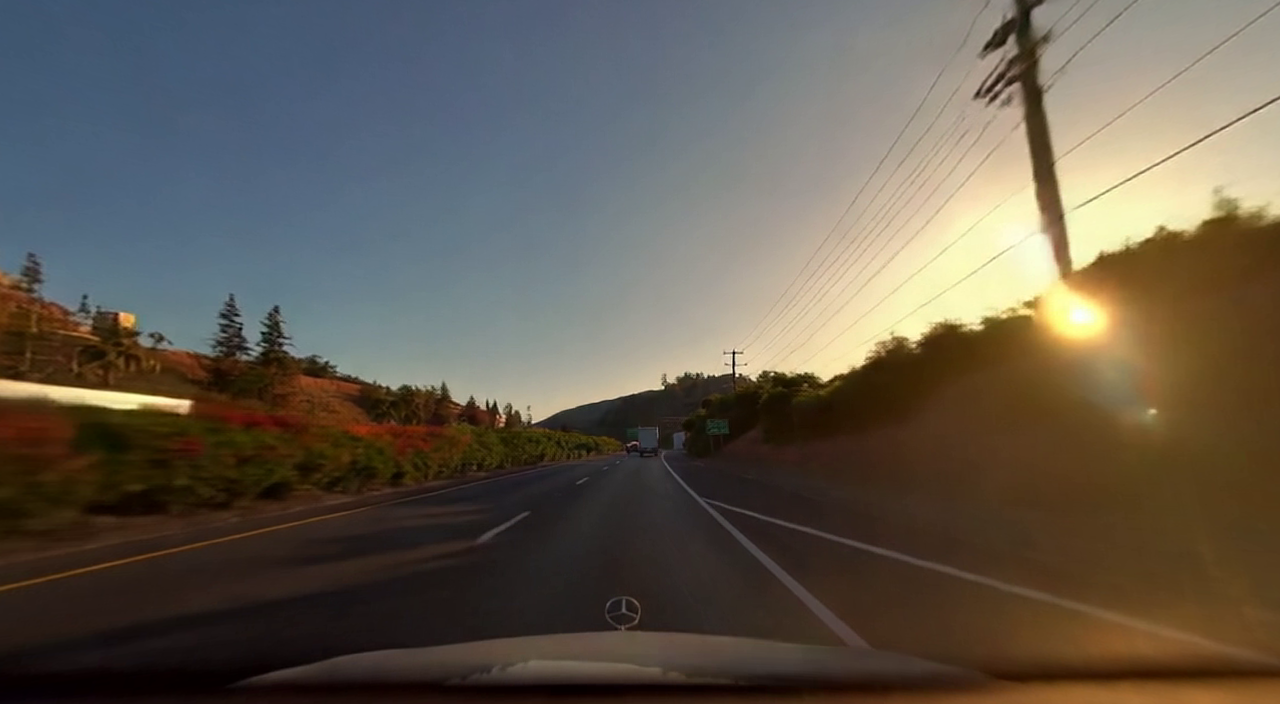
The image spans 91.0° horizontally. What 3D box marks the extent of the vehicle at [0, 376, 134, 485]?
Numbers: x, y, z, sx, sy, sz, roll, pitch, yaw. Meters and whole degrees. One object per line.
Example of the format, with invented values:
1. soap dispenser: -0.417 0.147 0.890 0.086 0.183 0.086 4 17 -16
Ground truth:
1. vehicle: -24.614 2.900 23.212 2.990 3.904 10.422 0 -9 1
